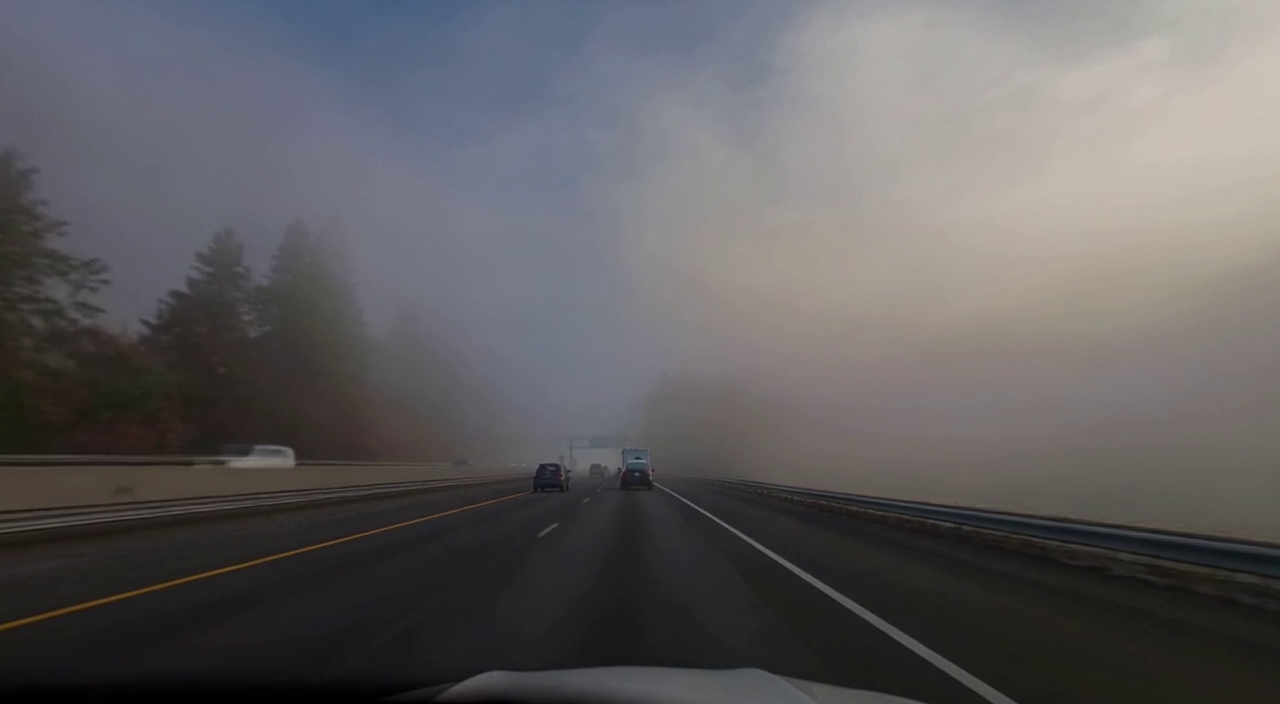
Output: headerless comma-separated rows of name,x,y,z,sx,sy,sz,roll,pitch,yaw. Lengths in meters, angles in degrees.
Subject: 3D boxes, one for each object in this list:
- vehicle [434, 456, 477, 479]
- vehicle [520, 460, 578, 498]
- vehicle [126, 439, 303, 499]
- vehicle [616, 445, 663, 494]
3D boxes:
vehicle,-13.369,8.407,45.857,1.909,1.531,4.122,1,-11,0
vehicle,-4.137,5.857,29.244,2.100,1.605,3.883,1,-10,0
vehicle,-12.373,3.487,18.804,1.918,1.510,4.728,1,-11,0
vehicle,-0.104,6.828,36.618,2.482,2.549,5.447,1,-11,-2
